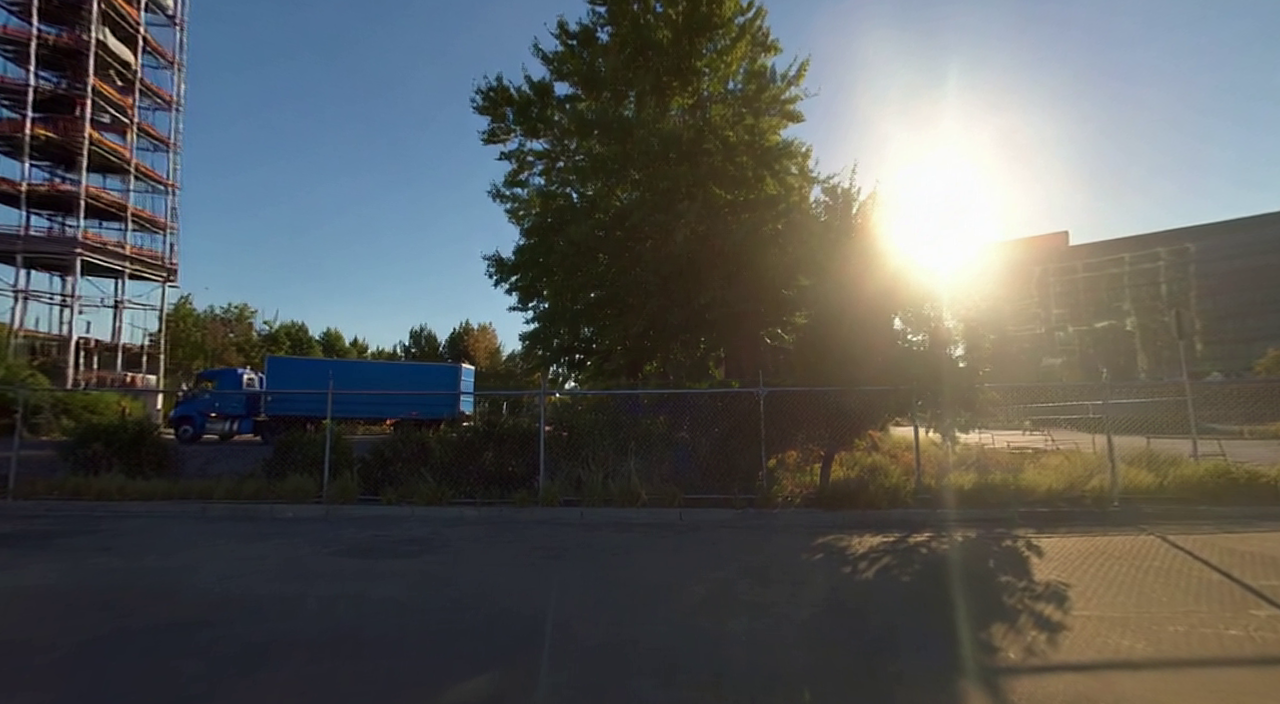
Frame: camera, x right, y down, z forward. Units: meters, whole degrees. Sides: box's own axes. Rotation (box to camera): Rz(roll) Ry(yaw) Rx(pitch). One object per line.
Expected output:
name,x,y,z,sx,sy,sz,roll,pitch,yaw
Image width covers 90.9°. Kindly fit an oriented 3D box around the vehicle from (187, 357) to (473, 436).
vehicle,-16.953,2.637,35.584,14.067,4.099,2.832,1,-9,-7
